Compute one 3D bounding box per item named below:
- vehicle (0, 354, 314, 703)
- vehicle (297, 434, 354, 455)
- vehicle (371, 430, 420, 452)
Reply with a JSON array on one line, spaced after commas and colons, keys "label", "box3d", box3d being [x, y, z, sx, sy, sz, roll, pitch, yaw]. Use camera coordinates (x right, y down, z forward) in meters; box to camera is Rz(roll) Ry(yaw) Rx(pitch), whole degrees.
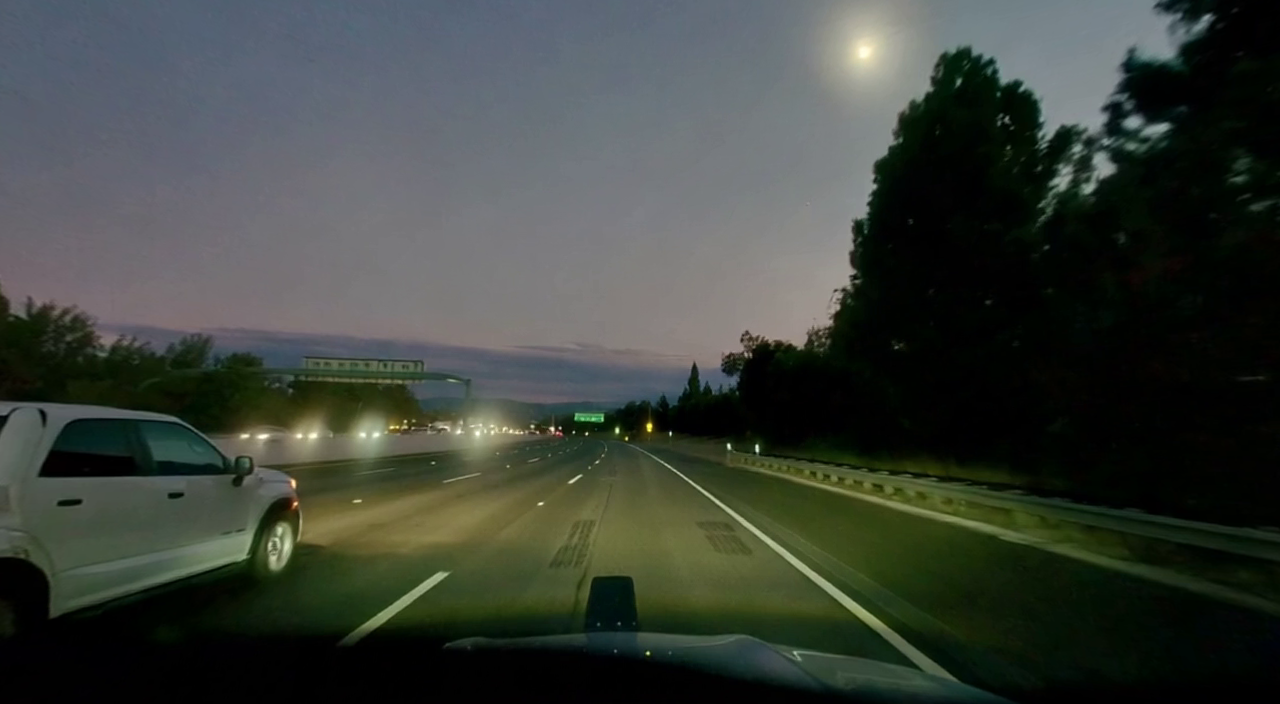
[{"label": "vehicle", "box3d": [-3.946, 0.903, 3.294, 2.187, 1.639, 4.318, 0, -8, -1]}, {"label": "vehicle", "box3d": [-22.759, 6.692, 45.809, 1.892, 1.452, 4.433, 0, -8, -1]}, {"label": "vehicle", "box3d": [-18.570, 6.785, 48.118, 2.027, 1.647, 4.378, 0, -8, -1]}]
